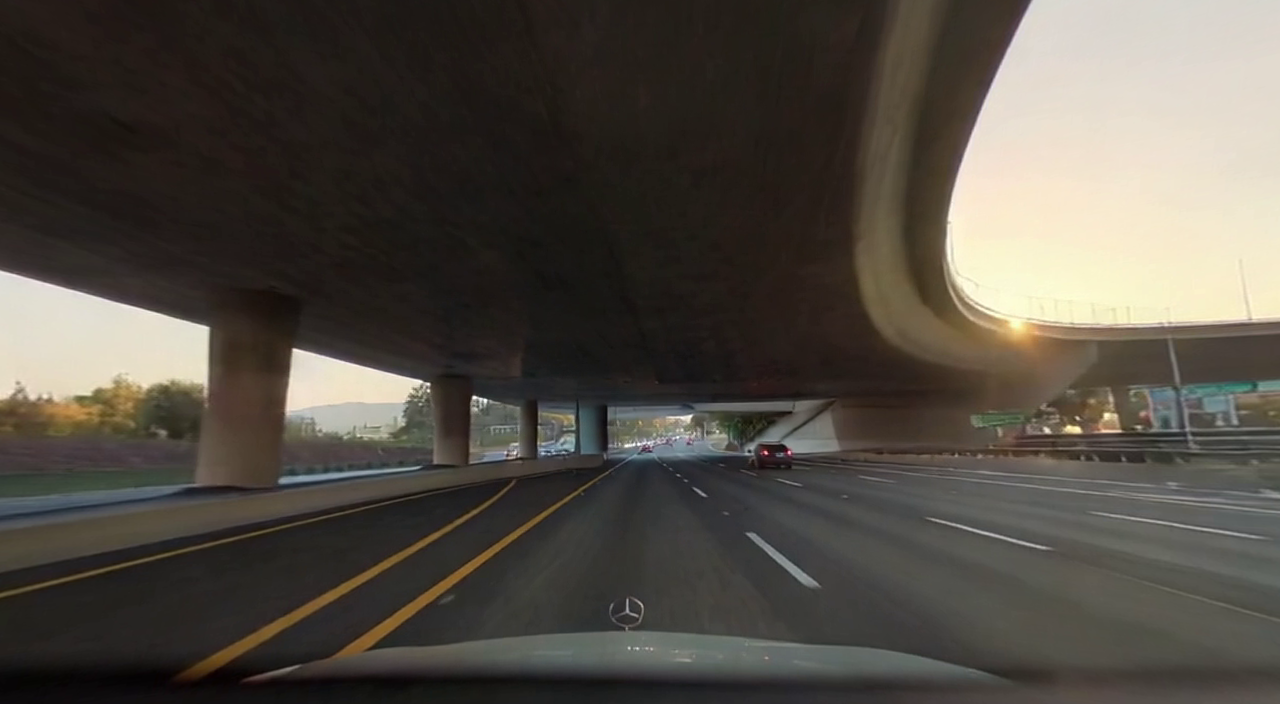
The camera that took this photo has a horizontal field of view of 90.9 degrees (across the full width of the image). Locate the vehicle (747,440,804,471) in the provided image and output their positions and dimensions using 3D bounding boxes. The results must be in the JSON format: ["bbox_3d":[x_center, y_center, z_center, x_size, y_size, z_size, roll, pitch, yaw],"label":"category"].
[{"bbox_3d":[7.065,5.420,33.246,2.025,1.484,4.208,0,-8,-1],"label":"vehicle"}]
